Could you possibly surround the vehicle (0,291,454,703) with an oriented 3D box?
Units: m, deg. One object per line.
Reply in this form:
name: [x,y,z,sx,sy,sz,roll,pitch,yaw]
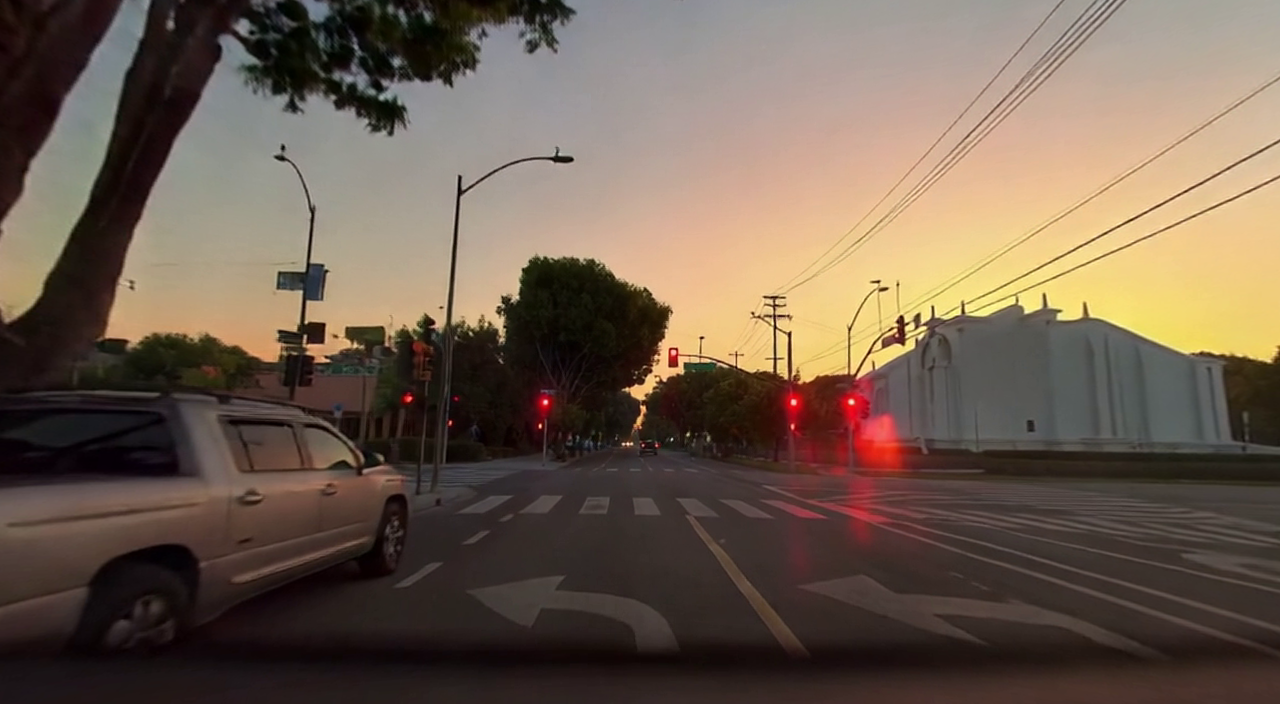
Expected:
vehicle: [-3.319,1.006,3.939,2.271,1.885,6.346,0,-9,1]
